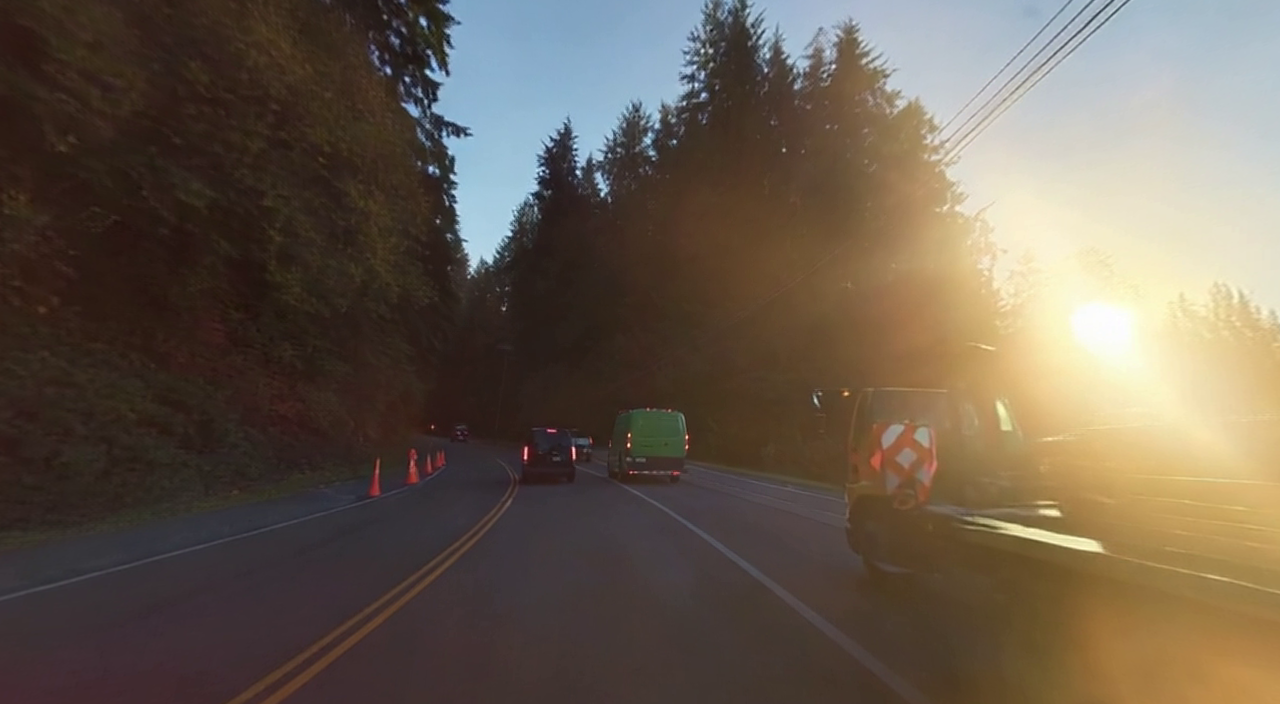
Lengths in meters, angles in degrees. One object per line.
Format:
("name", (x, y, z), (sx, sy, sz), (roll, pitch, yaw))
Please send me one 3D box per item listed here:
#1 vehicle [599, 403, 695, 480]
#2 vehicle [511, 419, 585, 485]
("vehicle", (0.053, 4.432, 31.883), (3.126, 3.310, 8.534), (1, -8, -11))
("vehicle", (-3.638, 3.798, 24.146), (2.362, 2.223, 4.892), (2, -9, -13))
